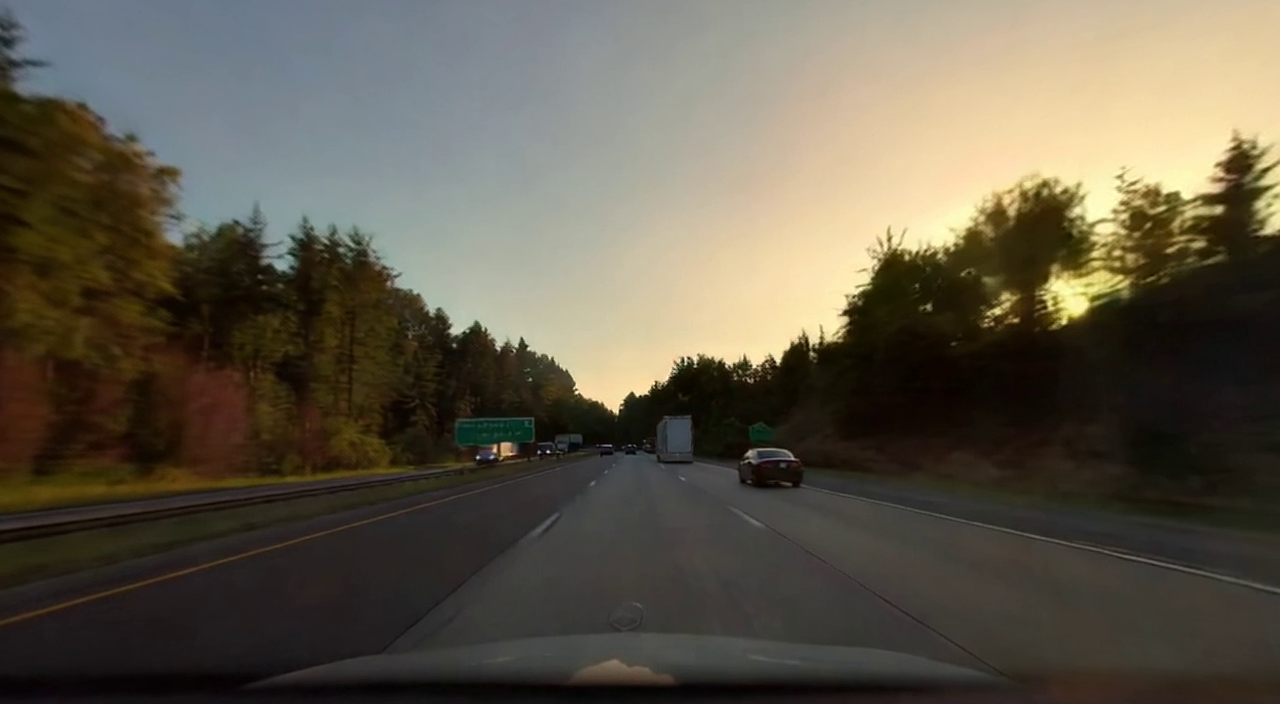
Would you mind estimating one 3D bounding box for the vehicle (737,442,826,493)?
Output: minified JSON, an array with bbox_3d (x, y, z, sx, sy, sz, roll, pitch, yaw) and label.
[{"bbox_3d":[4.529,3.739,20.670,1.910,1.474,3.776,0,-9,-2],"label":"vehicle"}]
